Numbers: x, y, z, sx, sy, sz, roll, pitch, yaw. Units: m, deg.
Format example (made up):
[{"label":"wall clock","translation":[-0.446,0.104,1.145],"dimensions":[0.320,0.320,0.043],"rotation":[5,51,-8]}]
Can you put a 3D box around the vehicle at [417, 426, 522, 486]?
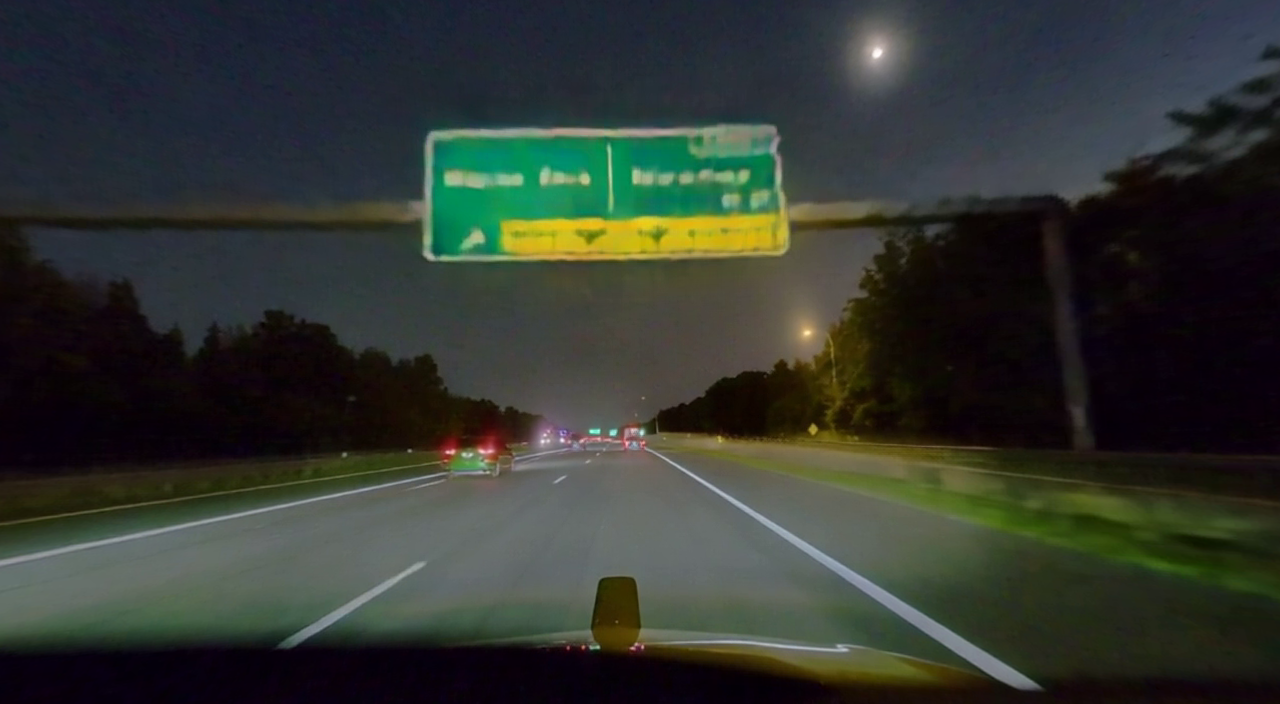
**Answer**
[{"label":"vehicle","translation":[-4.684,2.902,17.892],"dimensions":[1.959,1.514,3.668],"rotation":[0,-8,0]}]

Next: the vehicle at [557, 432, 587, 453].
[{"label":"vehicle","translation":[-5.266,7.073,49.229],"dimensions":[1.972,1.537,4.173],"rotation":[0,-8,-2]}]
